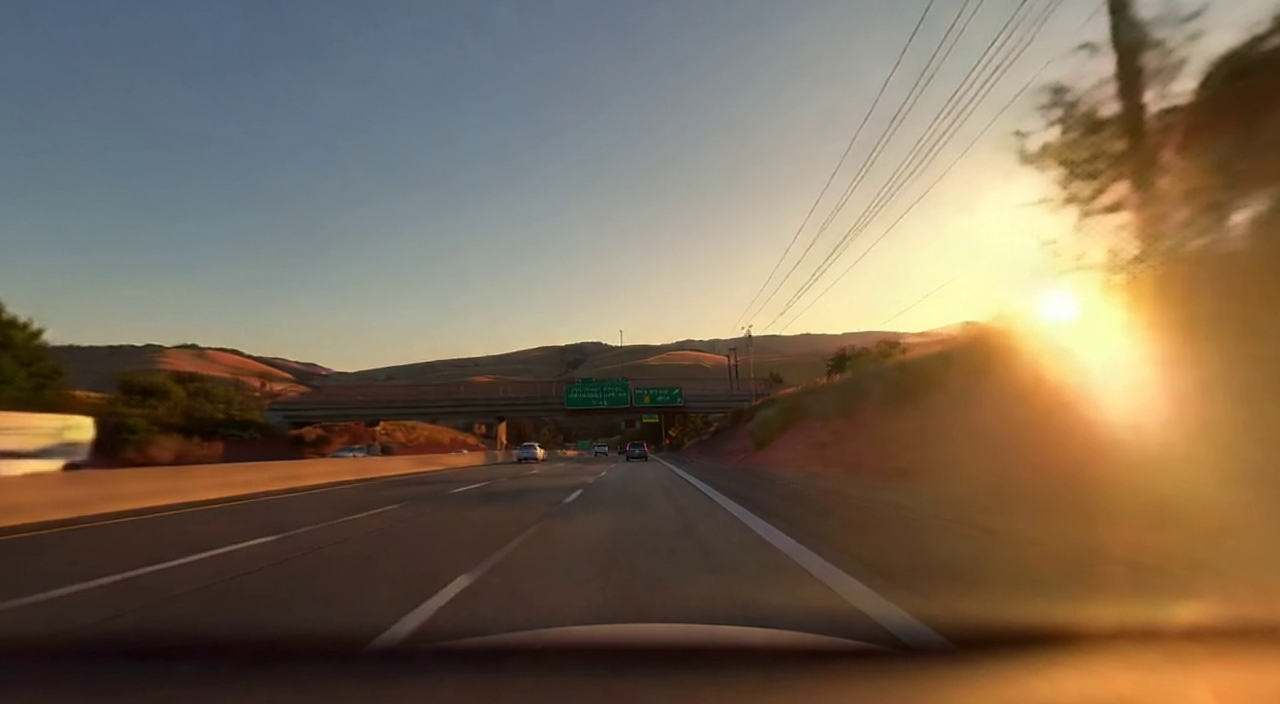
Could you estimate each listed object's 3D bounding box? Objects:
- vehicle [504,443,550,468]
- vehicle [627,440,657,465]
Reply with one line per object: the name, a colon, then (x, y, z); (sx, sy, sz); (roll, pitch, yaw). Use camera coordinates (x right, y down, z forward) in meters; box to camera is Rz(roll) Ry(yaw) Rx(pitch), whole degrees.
vehicle: (-7.138, 6.567, 40.366); (2.077, 1.511, 4.323); (0, -8, 1)
vehicle: (0.116, 7.255, 45.580); (2.063, 1.715, 4.299); (0, -8, 0)
